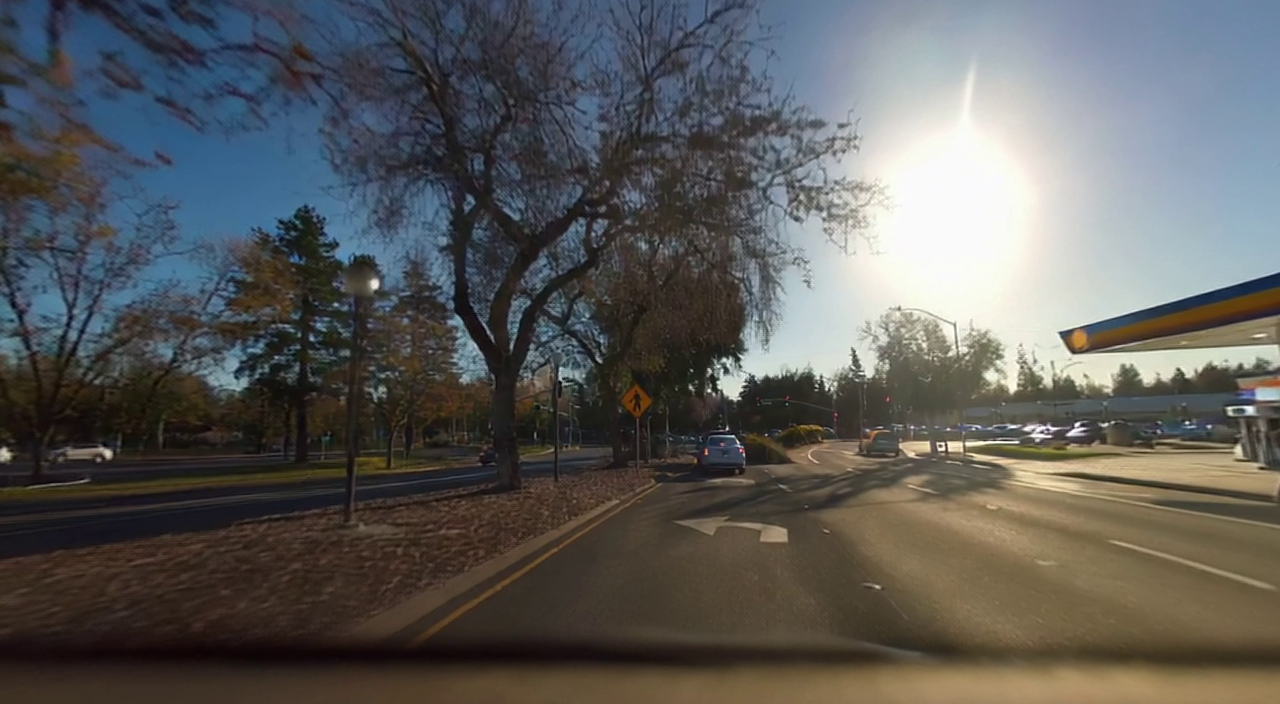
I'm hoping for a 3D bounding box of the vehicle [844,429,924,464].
[{"bbox_3d":[12.785,5.025,33.399,1.991,1.695,4.357,1,-9,-8],"label":"vehicle"}]

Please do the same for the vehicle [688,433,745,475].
[{"bbox_3d":[3.000,3.951,24.593,2.032,1.461,4.173,-1,-9,7],"label":"vehicle"}]
